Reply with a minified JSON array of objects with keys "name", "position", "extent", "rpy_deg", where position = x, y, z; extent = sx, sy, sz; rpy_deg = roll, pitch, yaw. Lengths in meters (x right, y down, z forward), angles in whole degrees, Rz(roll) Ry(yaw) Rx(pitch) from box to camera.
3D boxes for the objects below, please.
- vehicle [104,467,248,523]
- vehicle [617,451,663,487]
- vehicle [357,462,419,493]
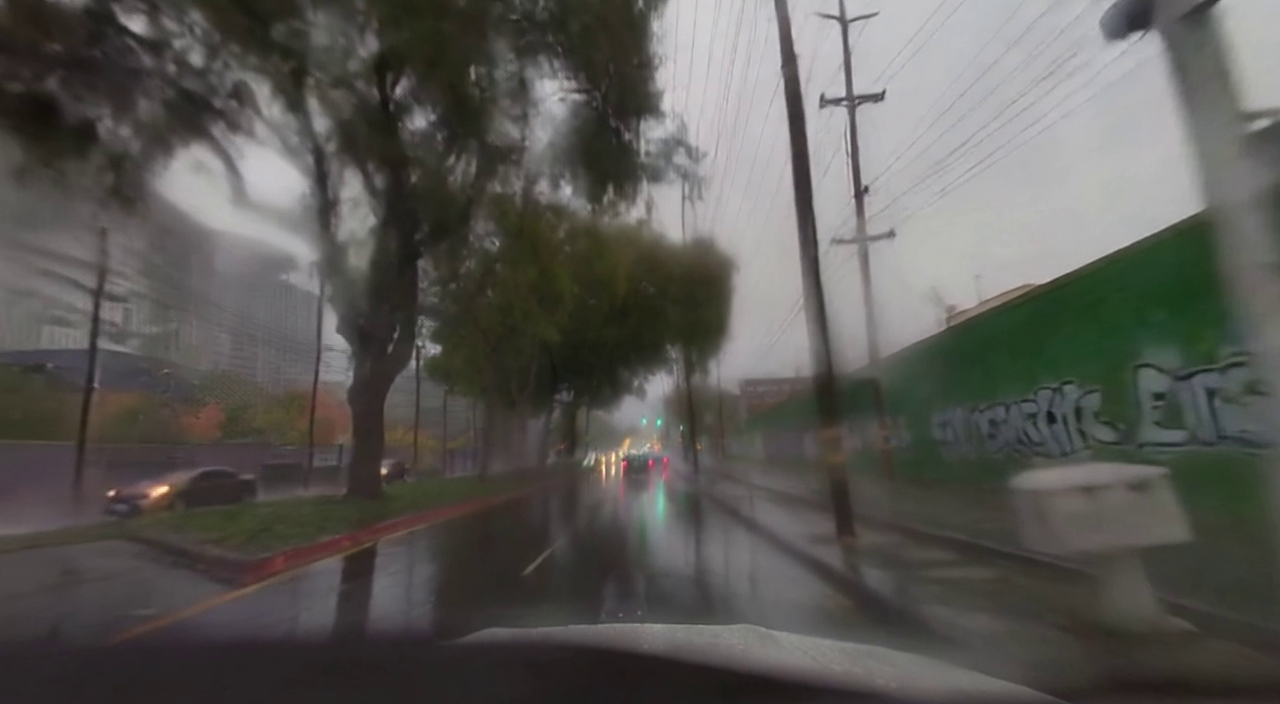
[{"name":"vehicle","position":[-15.759,4.843,21.774],"extent":[1.841,1.658,3.953],"rpy_deg":[0,-10,1]},{"name":"vehicle","position":[0.019,5.740,31.175],"extent":[2.105,1.611,3.750],"rpy_deg":[0,-10,1]},{"name":"vehicle","position":[-15.678,7.773,39.519],"extent":[1.952,1.698,4.493],"rpy_deg":[-3,-10,1]}]
